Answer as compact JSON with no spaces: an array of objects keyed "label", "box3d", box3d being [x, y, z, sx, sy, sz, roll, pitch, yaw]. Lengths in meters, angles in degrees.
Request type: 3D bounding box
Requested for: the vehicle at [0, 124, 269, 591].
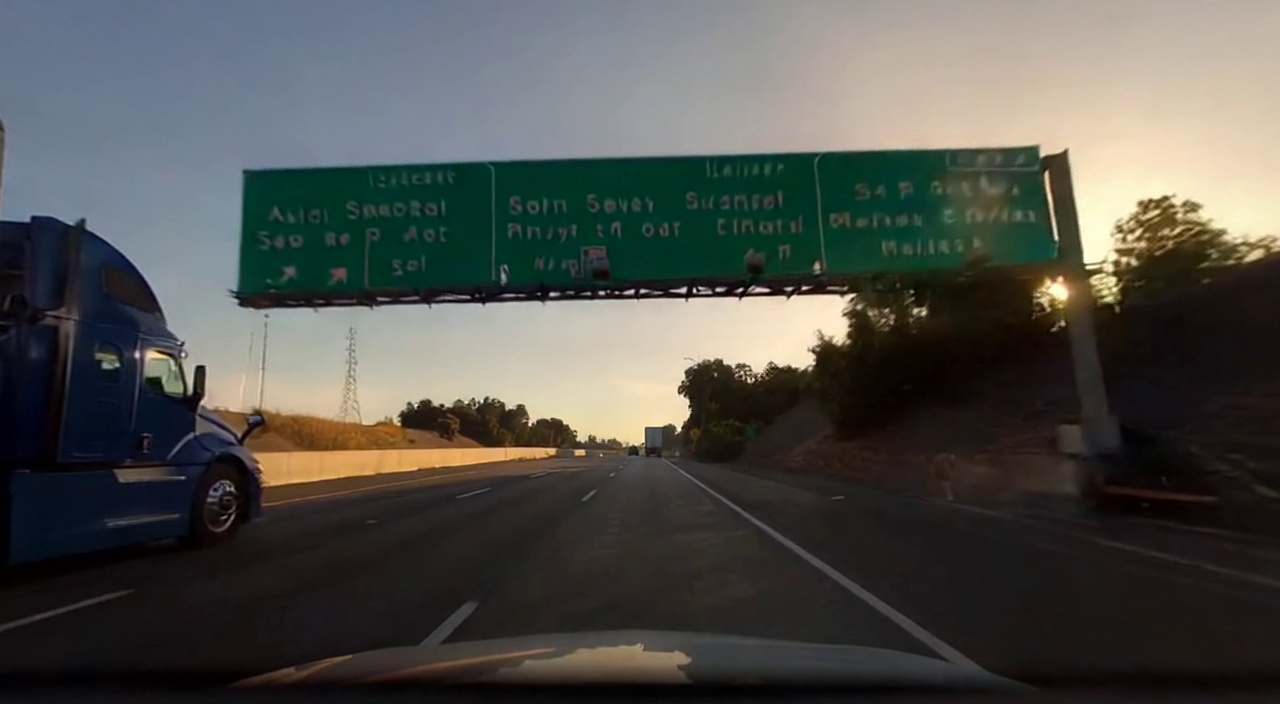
[{"label":"vehicle","box3d":[-7.006,-0.083,4.583,2.996,3.947,8.600,0,-9,2]}]
